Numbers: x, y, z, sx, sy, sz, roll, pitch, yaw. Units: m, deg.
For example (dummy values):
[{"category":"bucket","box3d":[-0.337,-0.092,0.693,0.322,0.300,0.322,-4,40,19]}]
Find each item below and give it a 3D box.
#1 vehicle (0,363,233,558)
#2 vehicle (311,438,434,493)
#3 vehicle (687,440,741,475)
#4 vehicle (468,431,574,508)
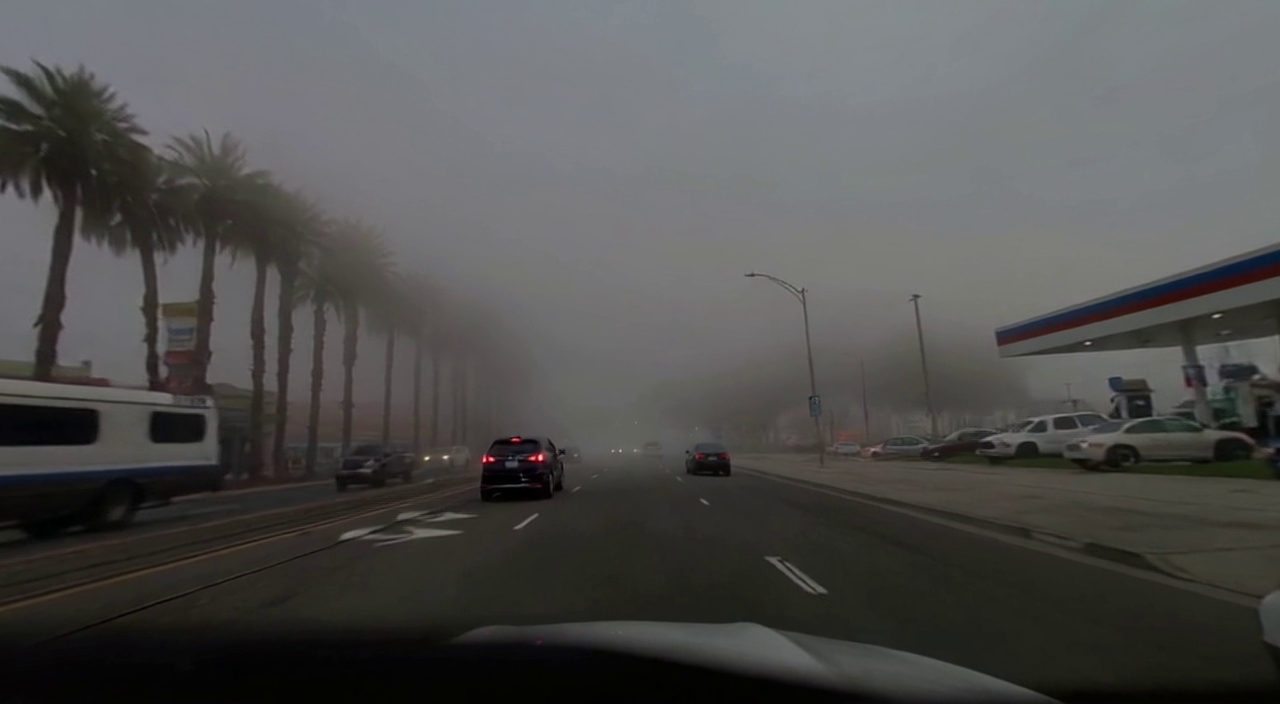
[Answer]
[{"category":"vehicle","box3d":[-11.199,1.789,10.807,2.662,2.995,8.344,1,-7,2]},{"category":"vehicle","box3d":[-10.050,4.279,24.236,2.169,1.853,4.853,-1,-9,6]},{"category":"vehicle","box3d":[3.264,4.775,28.752,1.889,1.448,4.262,0,-9,0]},{"category":"vehicle","box3d":[-2.658,2.728,15.085,2.021,1.550,4.090,1,-9,-4]}]
